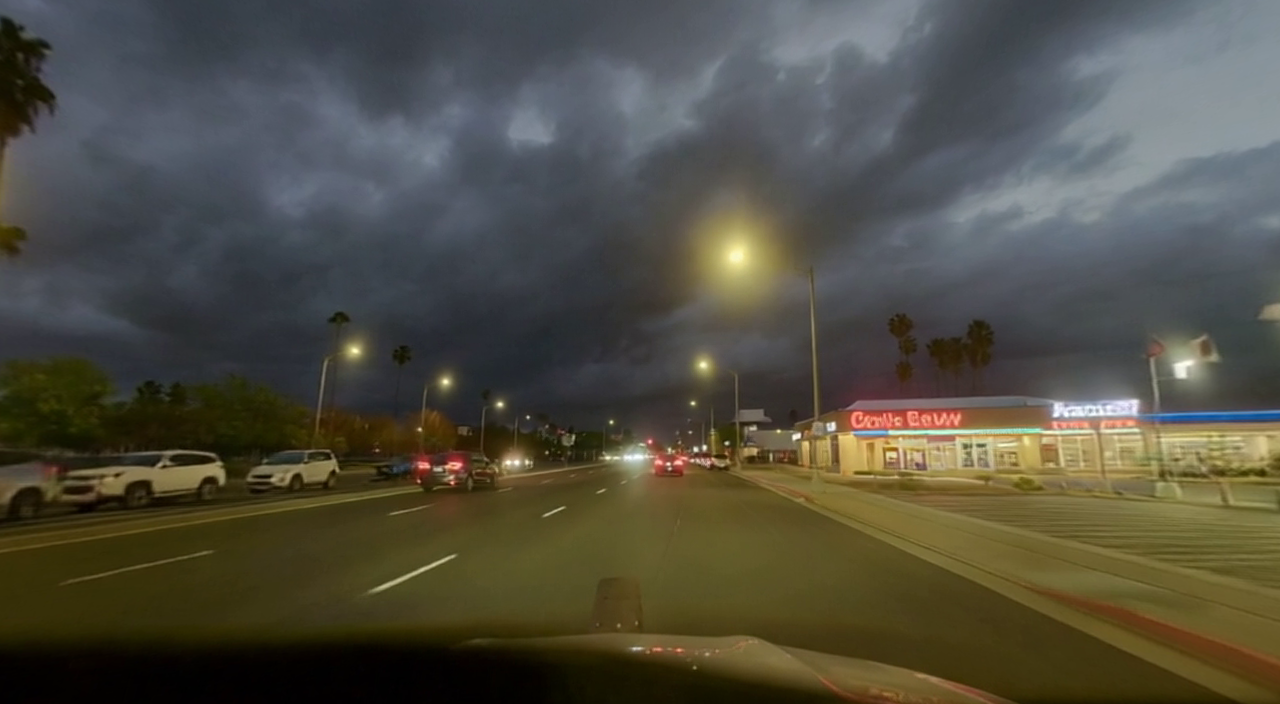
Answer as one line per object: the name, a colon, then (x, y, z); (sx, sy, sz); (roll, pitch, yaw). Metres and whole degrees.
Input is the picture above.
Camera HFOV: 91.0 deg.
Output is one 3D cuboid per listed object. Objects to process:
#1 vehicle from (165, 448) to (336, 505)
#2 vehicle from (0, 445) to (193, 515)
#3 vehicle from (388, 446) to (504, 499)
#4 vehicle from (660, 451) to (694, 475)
vehicle: (-11.650, 3.697, 19.314); (1.981, 1.493, 4.721); (-1, -9, 4)
vehicle: (-14.688, 3.332, 17.018); (1.882, 1.623, 4.270); (0, -9, 3)
vehicle: (-6.180, 3.866, 20.663); (2.090, 1.520, 4.452); (-1, -9, 4)
vehicle: (2.540, 7.435, 42.344); (2.139, 1.461, 4.918); (-1, -9, 5)
